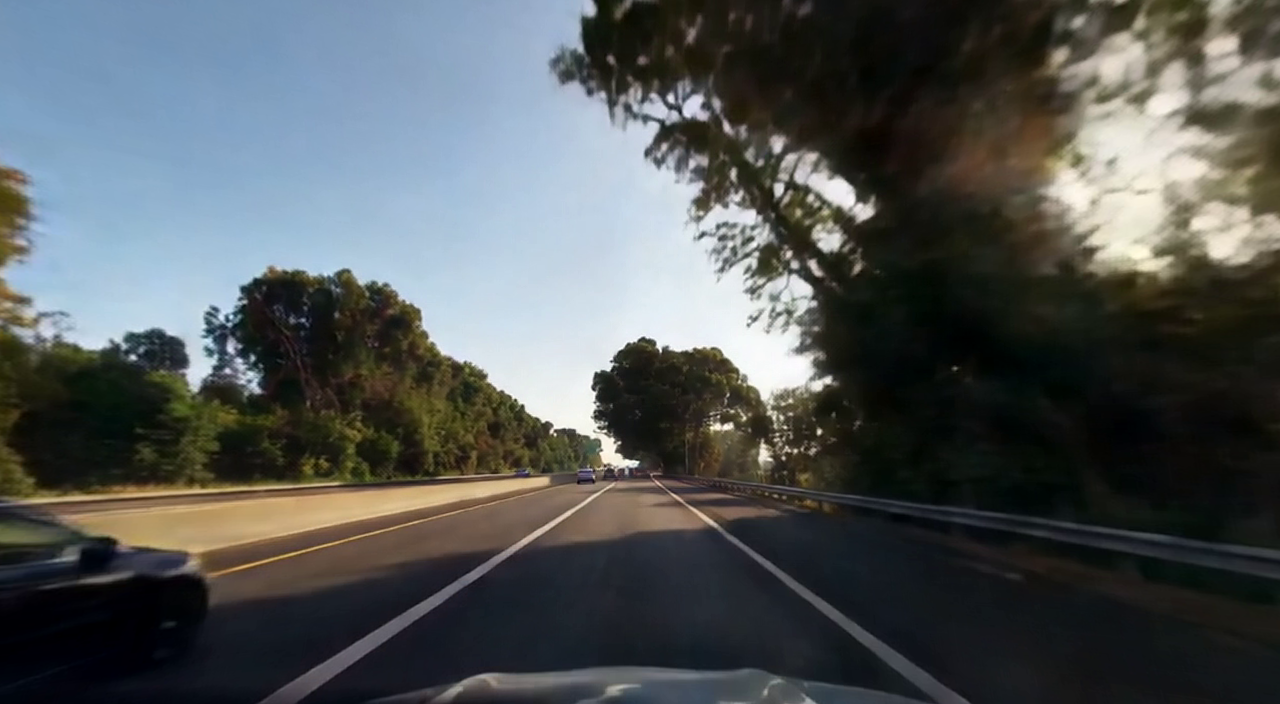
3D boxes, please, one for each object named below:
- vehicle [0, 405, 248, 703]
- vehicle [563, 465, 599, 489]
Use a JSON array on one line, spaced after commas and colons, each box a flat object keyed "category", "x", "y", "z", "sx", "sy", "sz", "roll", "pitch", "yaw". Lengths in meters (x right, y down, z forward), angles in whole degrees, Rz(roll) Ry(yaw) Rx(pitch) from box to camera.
[{"category": "vehicle", "x": -3.695, "y": 0.874, "z": 2.041, "sx": 2.047, "sy": 1.523, "sz": 4.279, "roll": 1, "pitch": -11, "yaw": 0}, {"category": "vehicle", "x": -3.972, "y": 8.524, "z": 43.179, "sx": 2.109, "sy": 1.532, "sz": 4.234, "roll": 1, "pitch": -11, "yaw": -1}]
